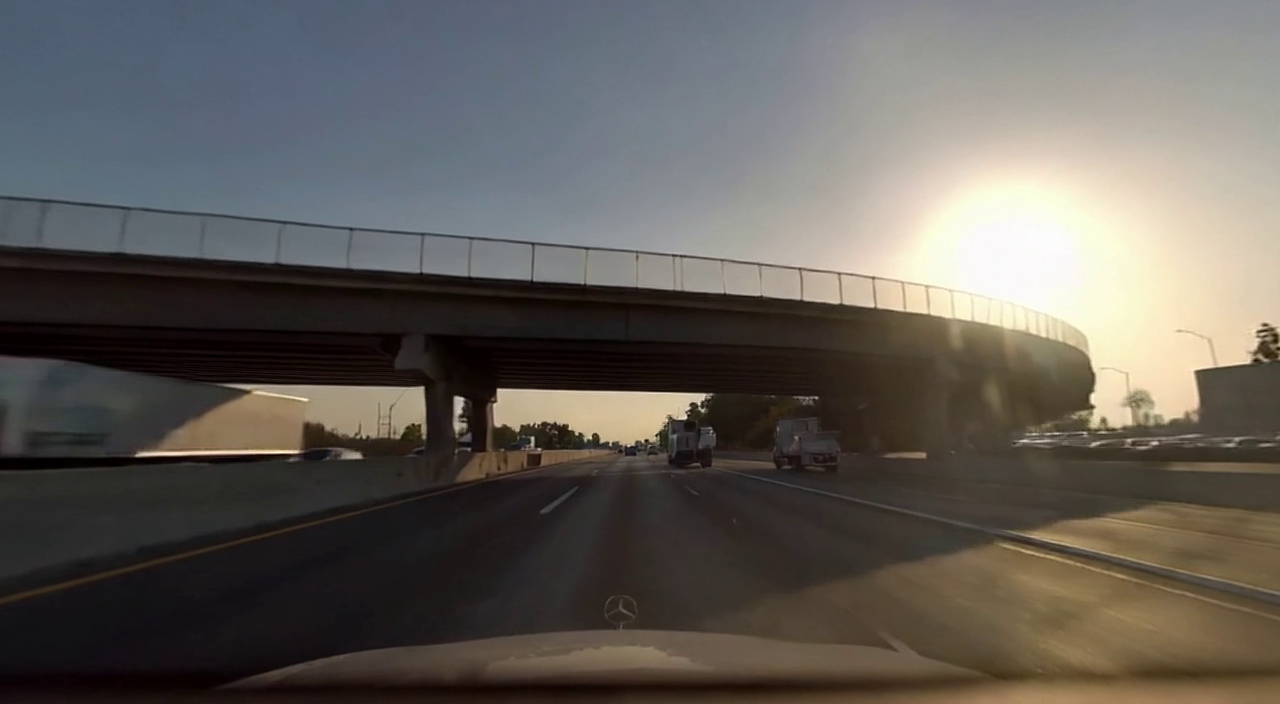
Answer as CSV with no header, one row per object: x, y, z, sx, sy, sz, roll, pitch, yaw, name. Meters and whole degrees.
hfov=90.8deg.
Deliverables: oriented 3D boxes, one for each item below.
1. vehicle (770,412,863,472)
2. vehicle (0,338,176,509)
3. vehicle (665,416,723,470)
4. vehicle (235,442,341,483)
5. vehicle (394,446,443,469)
10.676,5.649,39.521,2.912,3.293,9.588,0,-9,-1,vehicle
-17.514,1.943,16.766,3.294,4.178,9.302,0,-9,-1,vehicle
3.281,5.824,40.231,2.742,3.054,7.537,0,-9,-2,vehicle
-13.586,4.267,24.668,1.922,1.434,3.799,0,-9,0,vehicle
-14.181,6.736,40.594,1.881,1.385,3.476,0,-9,0,vehicle
